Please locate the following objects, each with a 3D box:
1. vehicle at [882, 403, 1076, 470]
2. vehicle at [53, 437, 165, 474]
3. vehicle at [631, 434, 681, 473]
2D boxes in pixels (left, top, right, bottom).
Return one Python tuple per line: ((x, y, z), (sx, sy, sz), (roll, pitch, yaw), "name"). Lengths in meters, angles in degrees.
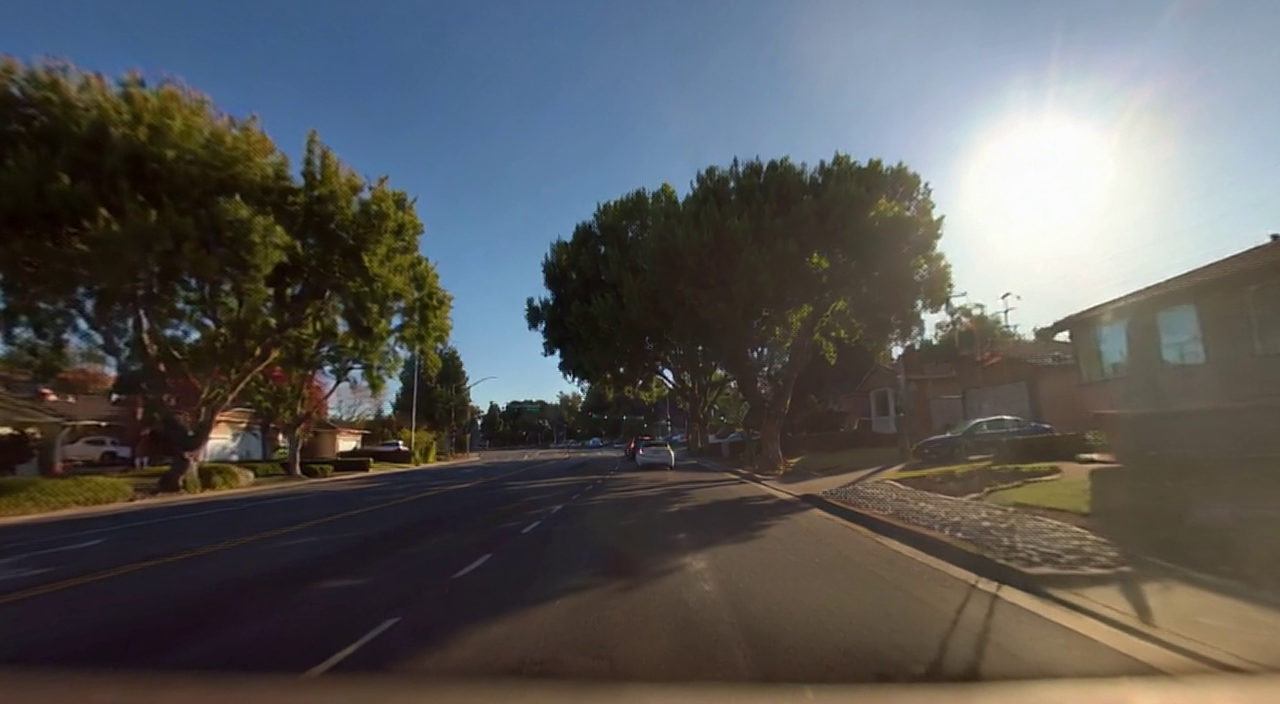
((10.288, 2.611, 19.400), (4.746, 1.485, 1.916), (-6, -8, 0), "vehicle")
((-28.372, 5.487, 33.666), (5.100, 1.864, 2.490), (-4, -9, 25), "vehicle")
((0.684, 4.563, 28.342), (2.088, 1.607, 3.903), (0, -9, 1), "vehicle")
